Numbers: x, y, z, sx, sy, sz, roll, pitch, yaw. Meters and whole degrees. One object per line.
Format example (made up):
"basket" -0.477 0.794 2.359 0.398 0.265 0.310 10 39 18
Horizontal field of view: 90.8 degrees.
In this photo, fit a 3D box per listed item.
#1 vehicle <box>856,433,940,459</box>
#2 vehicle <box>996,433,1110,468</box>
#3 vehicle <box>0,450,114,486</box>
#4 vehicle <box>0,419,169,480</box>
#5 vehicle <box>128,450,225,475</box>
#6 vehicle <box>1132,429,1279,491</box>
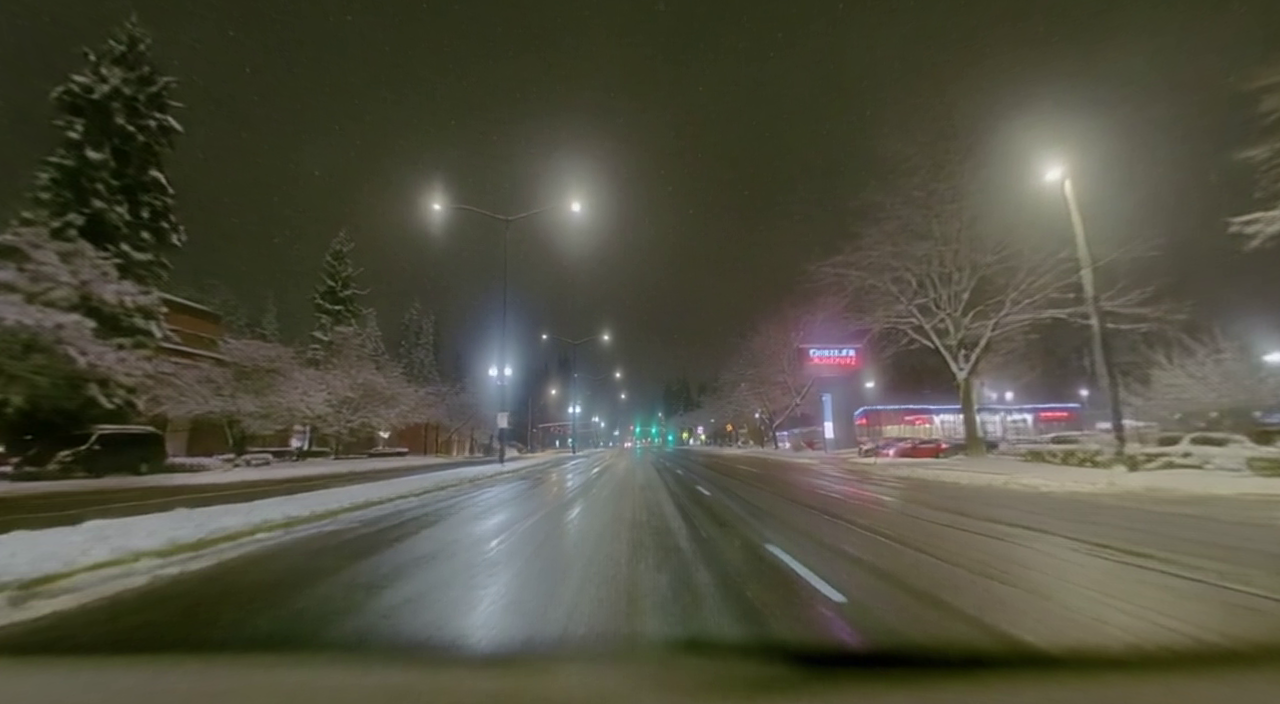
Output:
"vehicle" 18.006 6.581 44.250 4.935 1.753 1.958 0 -9 1
"vehicle" 18.665 4.498 28.891 1.846 1.466 4.679 0 -9 -4
"vehicle" -27.482 5.349 29.069 4.564 1.494 2.183 -1 -9 -2
"vehicle" -28.143 4.911 31.856 6.354 2.899 2.812 0 -8 -1
"vehicle" -27.157 6.493 37.064 4.282 1.296 1.914 -2 -9 4
"vehicle" 16.484 2.951 17.606 1.880 1.477 4.556 0 -8 1
